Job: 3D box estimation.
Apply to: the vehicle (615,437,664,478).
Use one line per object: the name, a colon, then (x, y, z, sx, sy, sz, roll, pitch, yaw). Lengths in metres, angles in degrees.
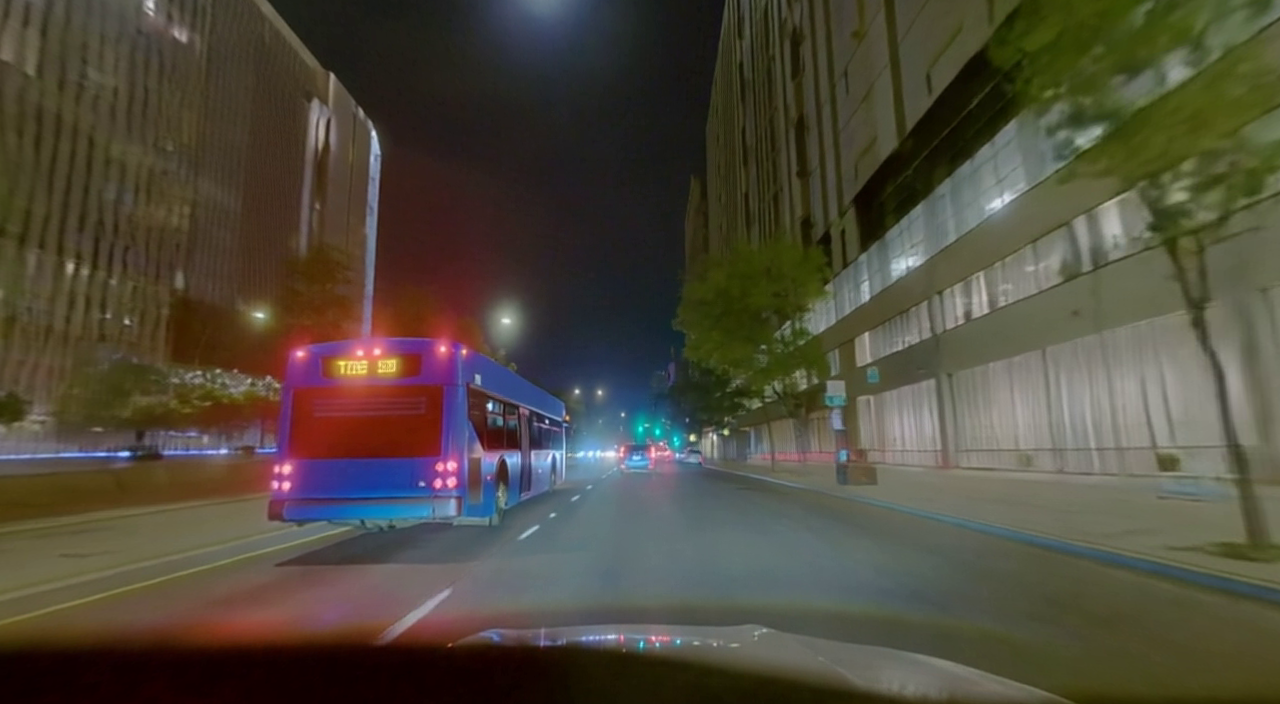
vehicle: (0.004, 4.868, 29.369, 2.120, 1.727, 3.917, 0, -8, 1)

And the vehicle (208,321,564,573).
vehicle: (-3.435, 1.613, 11.622, 2.920, 2.884, 8.588, 1, -7, 0)
